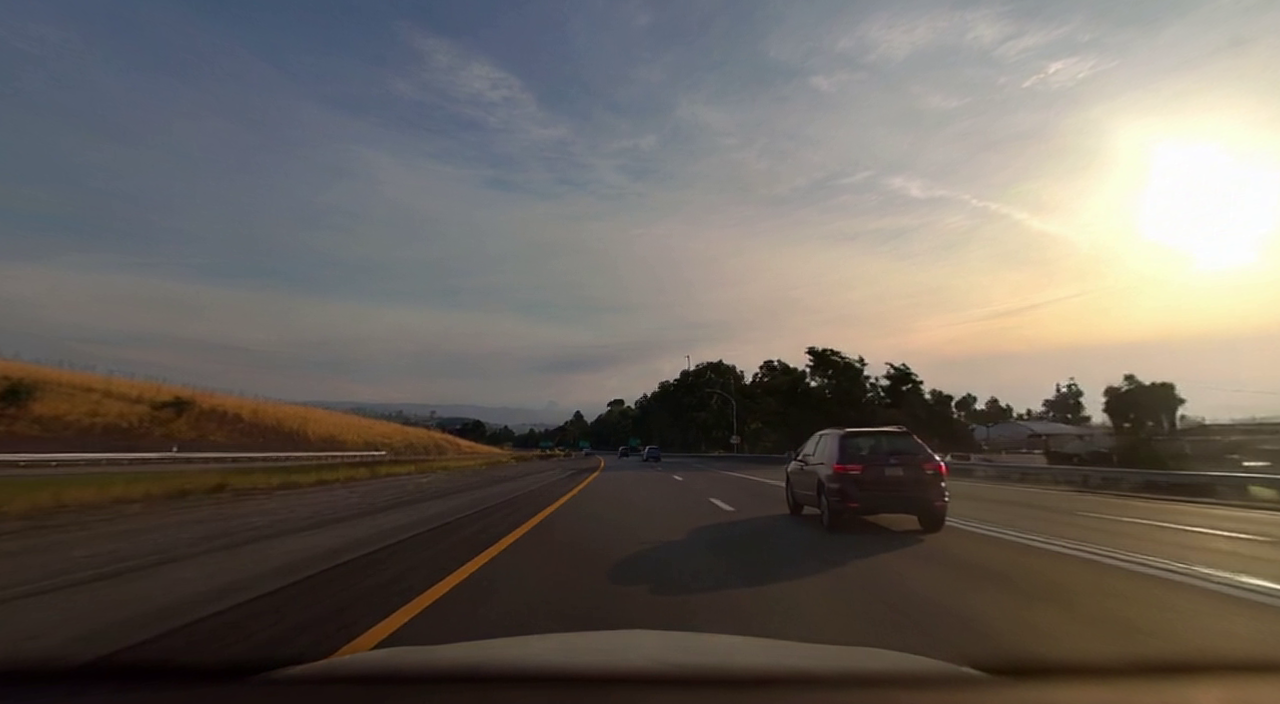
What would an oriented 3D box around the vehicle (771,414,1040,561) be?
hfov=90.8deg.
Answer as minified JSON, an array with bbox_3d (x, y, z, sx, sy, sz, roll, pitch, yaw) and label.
[{"bbox_3d":[3.789,2.022,10.242,2.141,1.785,4.778,0,-8,-2],"label":"vehicle"}]
